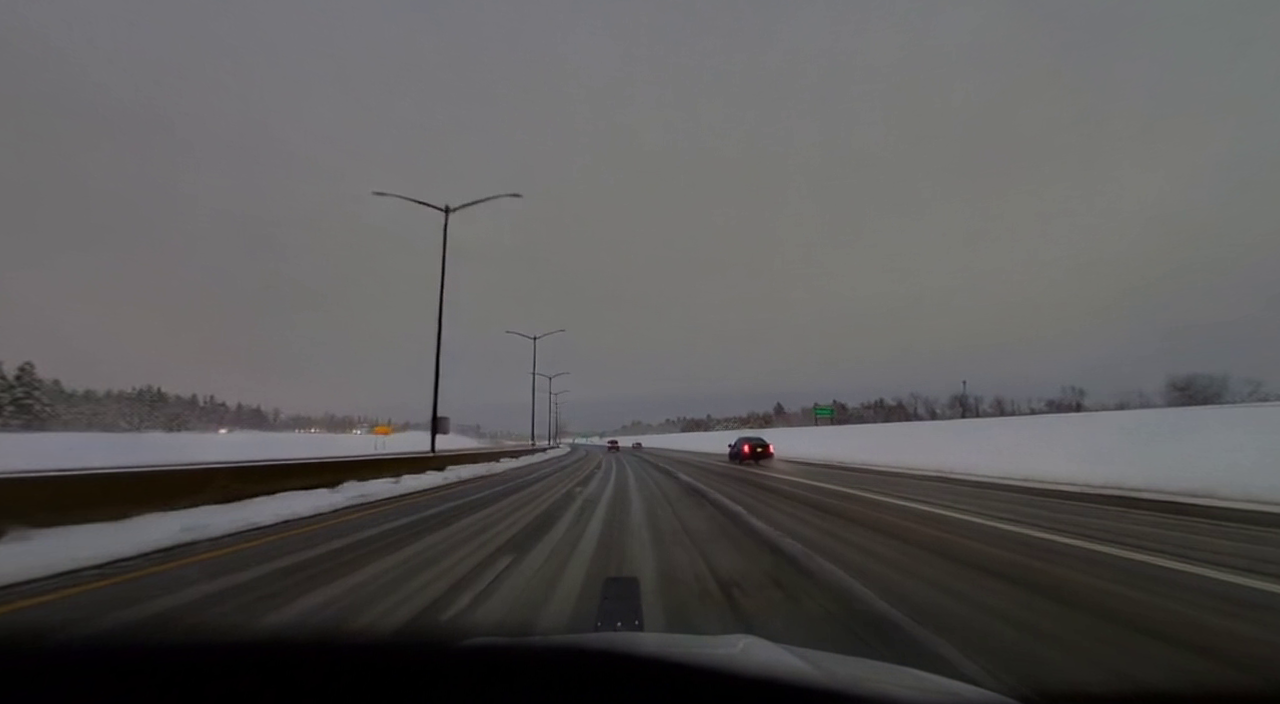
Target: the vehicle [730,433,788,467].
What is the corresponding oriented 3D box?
[{"bbox_3d":[6.344,5.325,34.330,2.104,1.723,4.538,0,-8,-2],"label":"vehicle"}]
